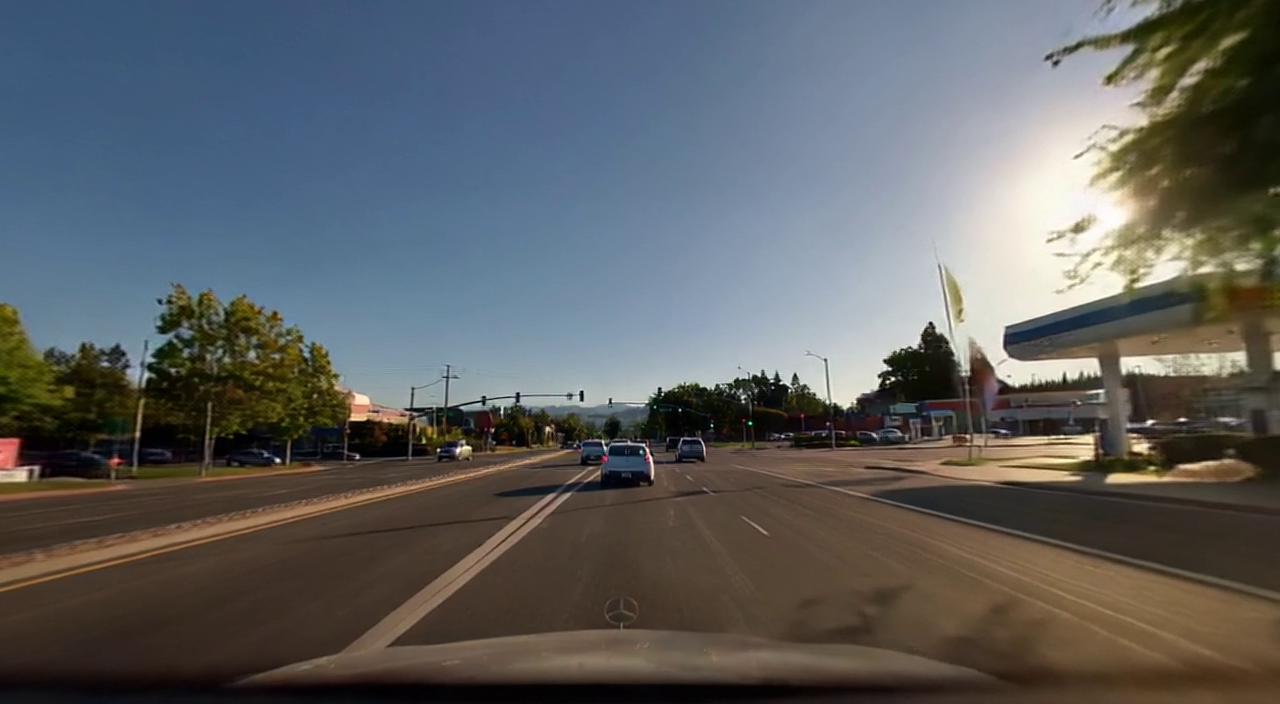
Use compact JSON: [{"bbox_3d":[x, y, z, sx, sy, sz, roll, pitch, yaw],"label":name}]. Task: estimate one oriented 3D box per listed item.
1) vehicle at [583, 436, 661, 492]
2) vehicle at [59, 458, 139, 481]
[{"bbox_3d":[-0.456,3.197,18.292,2.040,1.451,3.736,0,-9,0],"label":"vehicle"},{"bbox_3d":[-36.217,7.850,42.349,3.670,1.430,1.897,-1,-9,5],"label":"vehicle"}]
